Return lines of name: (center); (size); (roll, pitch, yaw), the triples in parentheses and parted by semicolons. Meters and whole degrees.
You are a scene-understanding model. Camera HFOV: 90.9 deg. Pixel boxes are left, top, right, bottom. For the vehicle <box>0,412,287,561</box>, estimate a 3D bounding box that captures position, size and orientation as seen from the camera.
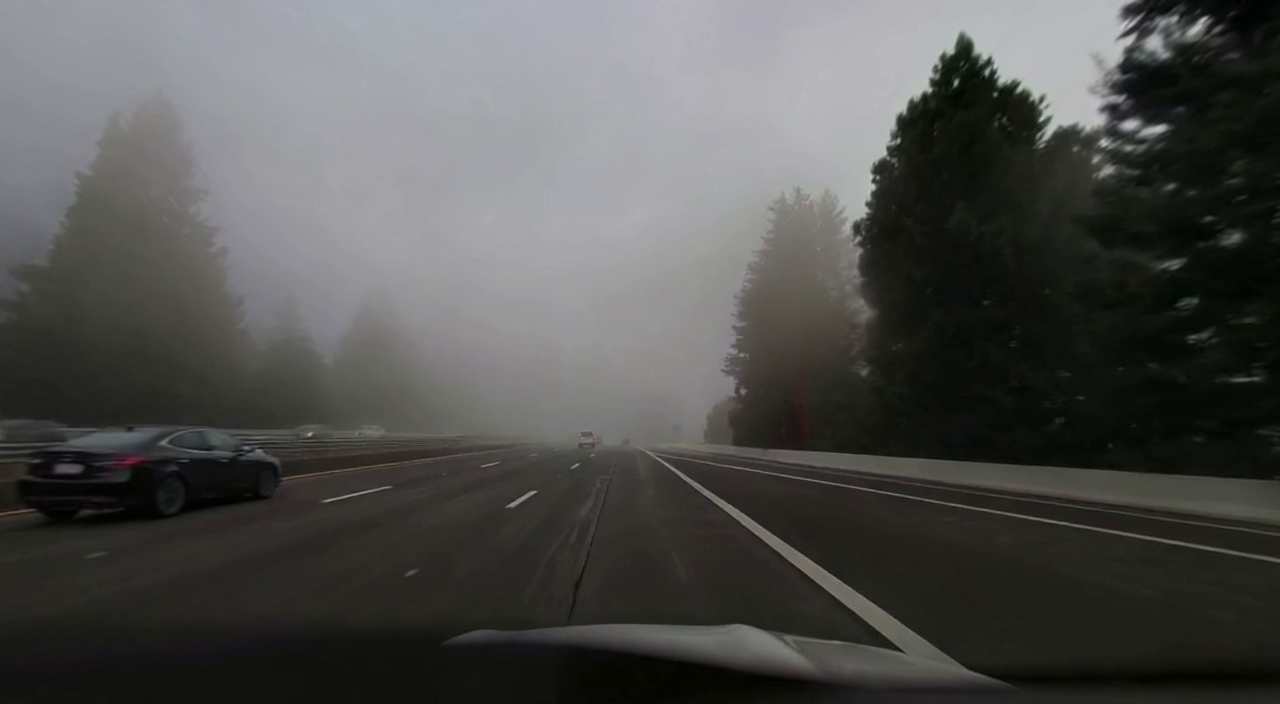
vehicle: (-7.792, 1.775, 9.356); (2.092, 1.574, 5.251); (0, -7, -1)
